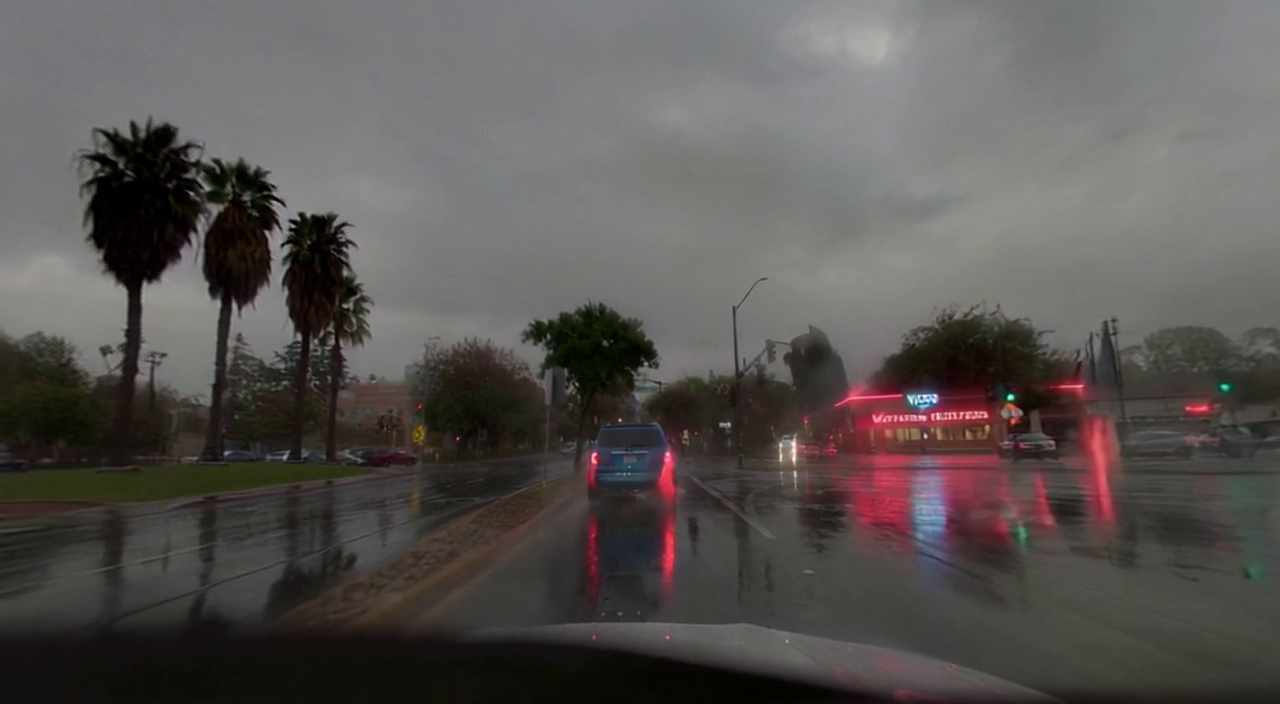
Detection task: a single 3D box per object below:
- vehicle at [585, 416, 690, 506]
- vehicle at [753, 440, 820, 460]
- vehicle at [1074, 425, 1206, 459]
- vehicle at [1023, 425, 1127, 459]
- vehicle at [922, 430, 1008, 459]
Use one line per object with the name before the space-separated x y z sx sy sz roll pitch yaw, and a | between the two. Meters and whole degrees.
vehicle | -0.004 2.709 16.036 2.263 1.932 4.709 0 -8 1
vehicle | 11.275 7.567 48.904 4.665 1.467 1.833 -6 -10 34
vehicle | 29.103 5.293 37.109 5.809 1.839 1.957 -6 -10 34
vehicle | 24.703 5.140 36.047 4.641 1.778 1.958 -6 -10 33
vehicle | 21.691 6.187 42.249 4.852 1.847 1.983 -6 -10 33
